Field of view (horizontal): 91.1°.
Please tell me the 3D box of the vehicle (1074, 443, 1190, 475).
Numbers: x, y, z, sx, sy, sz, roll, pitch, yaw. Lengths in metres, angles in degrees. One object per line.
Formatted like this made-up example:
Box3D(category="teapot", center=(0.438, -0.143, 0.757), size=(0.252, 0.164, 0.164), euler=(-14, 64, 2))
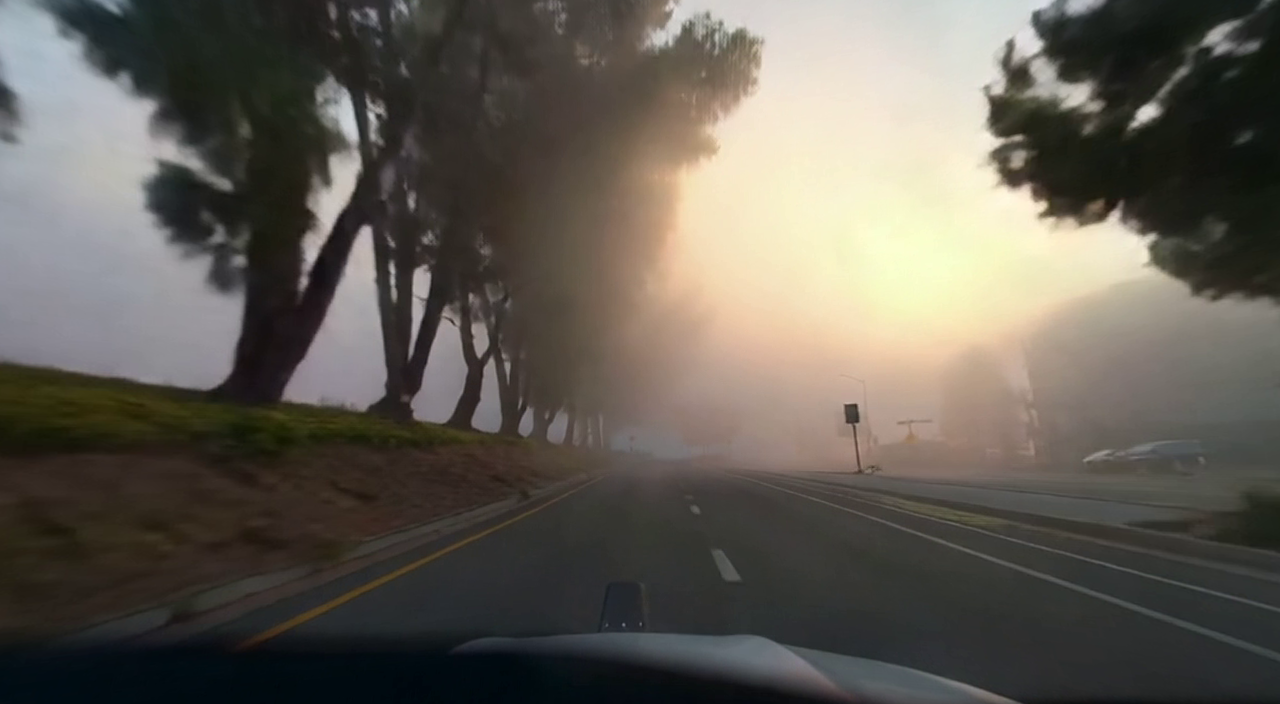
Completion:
Box3D(category="vehicle", center=(26.051, 5.678, 33.379), size=(4.473, 1.581, 1.973), euler=(0, -9, -1))
